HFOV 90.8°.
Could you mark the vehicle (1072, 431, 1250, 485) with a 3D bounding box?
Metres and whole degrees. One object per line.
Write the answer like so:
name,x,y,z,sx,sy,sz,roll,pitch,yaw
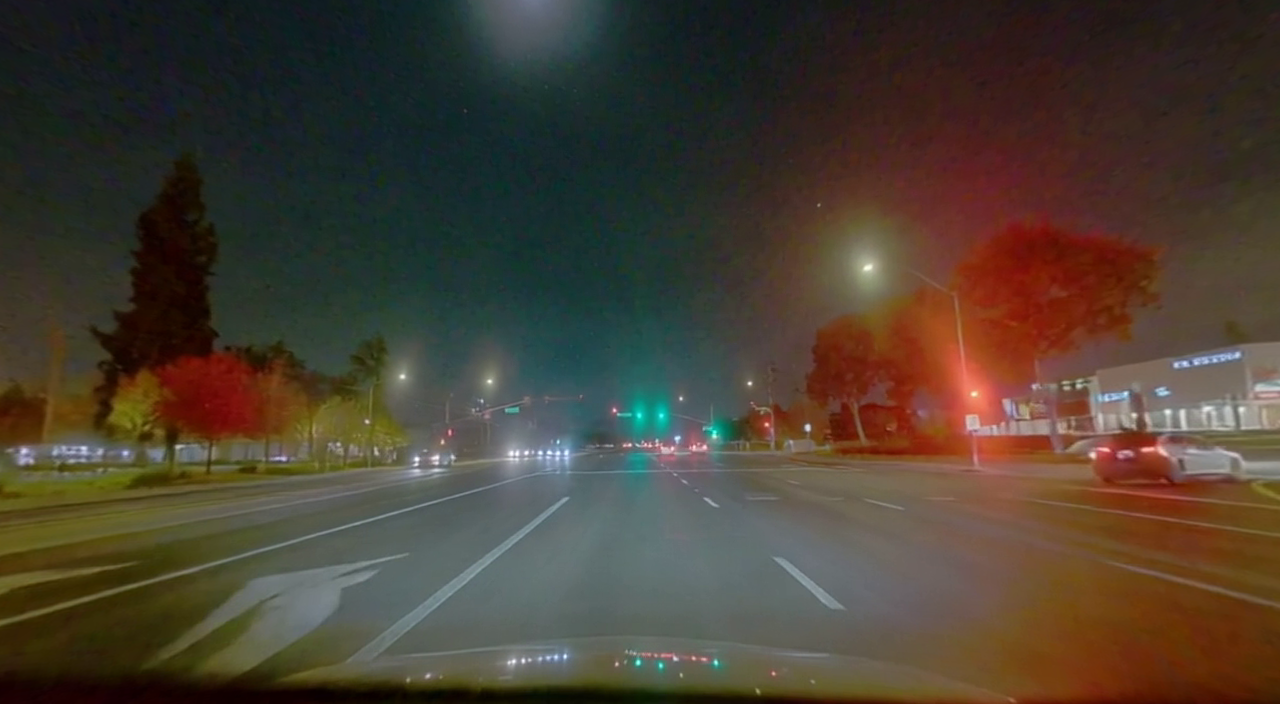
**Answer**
vehicle,18.064,3.683,22.073,4.427,1.747,2.024,0,-9,-2
